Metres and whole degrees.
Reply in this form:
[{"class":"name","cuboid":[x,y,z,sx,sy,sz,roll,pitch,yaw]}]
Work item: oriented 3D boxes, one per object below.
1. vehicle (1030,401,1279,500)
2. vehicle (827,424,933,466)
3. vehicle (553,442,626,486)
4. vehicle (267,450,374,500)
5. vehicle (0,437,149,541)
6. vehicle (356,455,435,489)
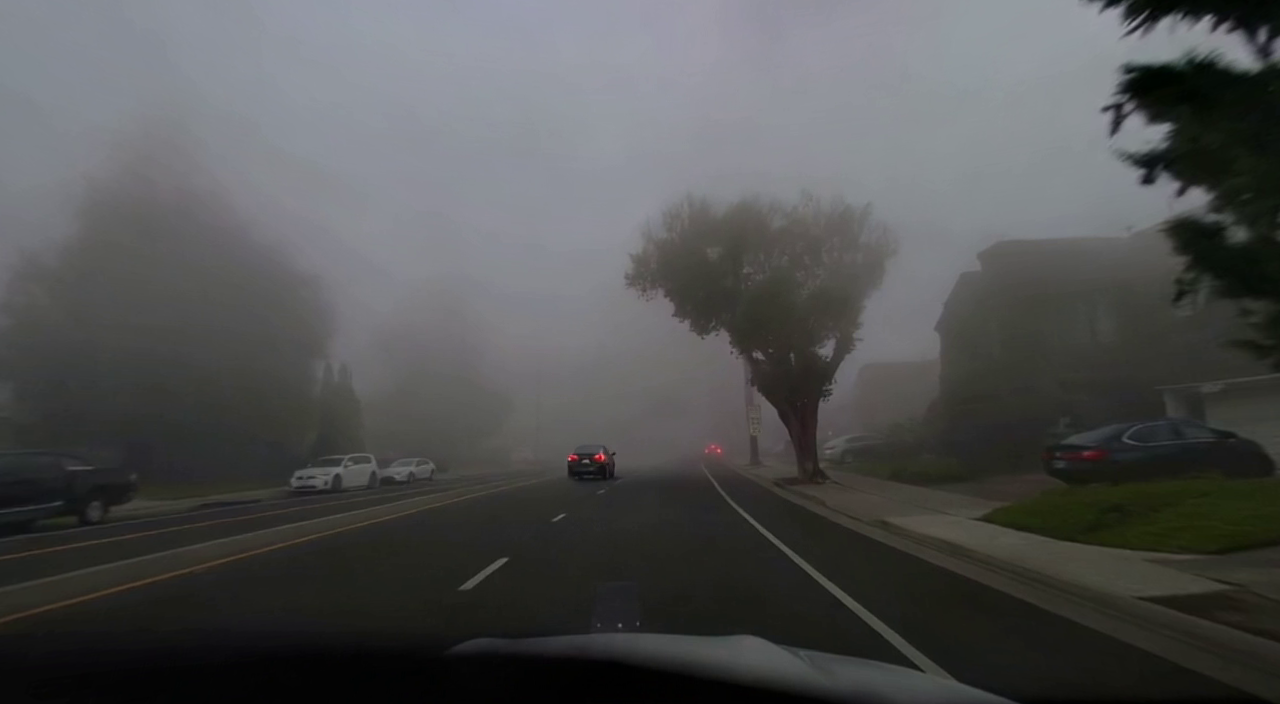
[{"class":"vehicle","cuboid":[11.166,2.050,13.369,4.424,1.611,1.898,-5,-8,0]},{"class":"vehicle","cuboid":[12.198,4.790,32.387,4.549,1.672,2.008,-6,-11,4]},{"class":"vehicle","cuboid":[-1.759,4.108,23.486,2.035,1.474,4.284,-1,-9,4]},{"class":"vehicle","cuboid":[-13.083,5.023,26.239,1.895,1.802,4.454,-3,-9,4]},{"class":"vehicle","cuboid":[-13.825,2.884,13.196,2.202,2.044,5.863,-3,-10,3]},{"class":"vehicle","cuboid":[-12.328,6.072,32.205,1.995,1.482,4.448,-4,-10,5]}]
